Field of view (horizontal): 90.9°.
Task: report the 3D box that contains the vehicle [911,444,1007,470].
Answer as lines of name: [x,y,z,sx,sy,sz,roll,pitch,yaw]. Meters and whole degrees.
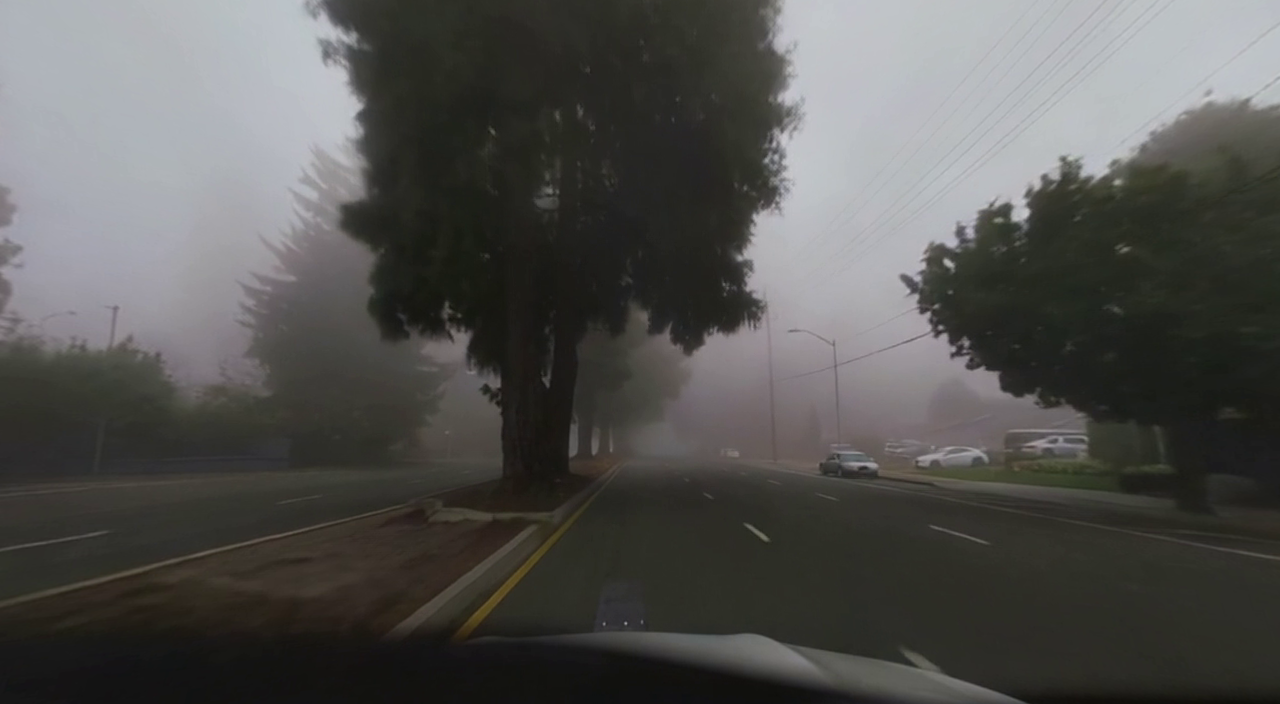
vehicle: [19.958,6.578,39.591,4.897,1.608,2.005,0,-8,1]

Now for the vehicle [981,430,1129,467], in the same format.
vehicle: [22.919,5.385,35.101,6.075,1.933,3.018,0,-8,1]

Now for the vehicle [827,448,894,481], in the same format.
vehicle: [11.710,5.950,33.771,1.929,1.489,4.777,4,-8,1]
